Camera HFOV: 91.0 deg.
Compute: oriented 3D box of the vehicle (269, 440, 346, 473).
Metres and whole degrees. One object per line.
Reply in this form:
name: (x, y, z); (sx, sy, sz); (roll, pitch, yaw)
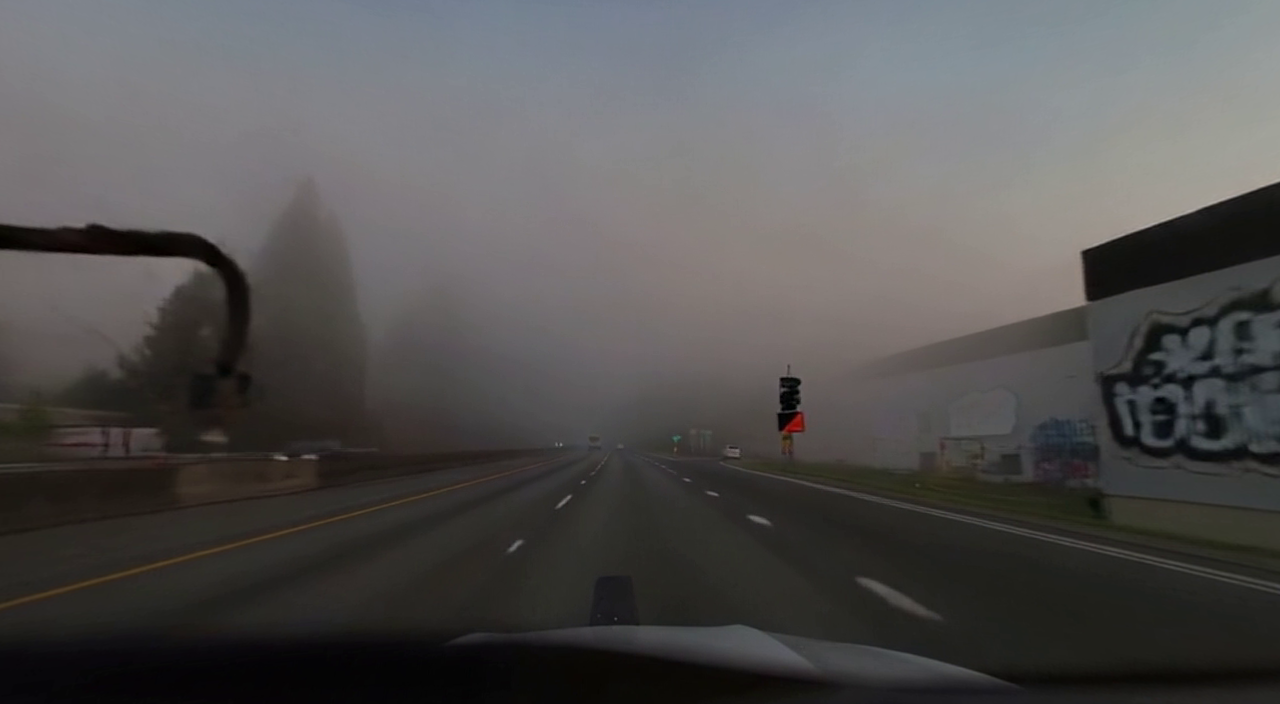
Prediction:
vehicle: (-16.455, 5.155, 31.343); (1.748, 1.478, 3.824); (0, -8, -1)
